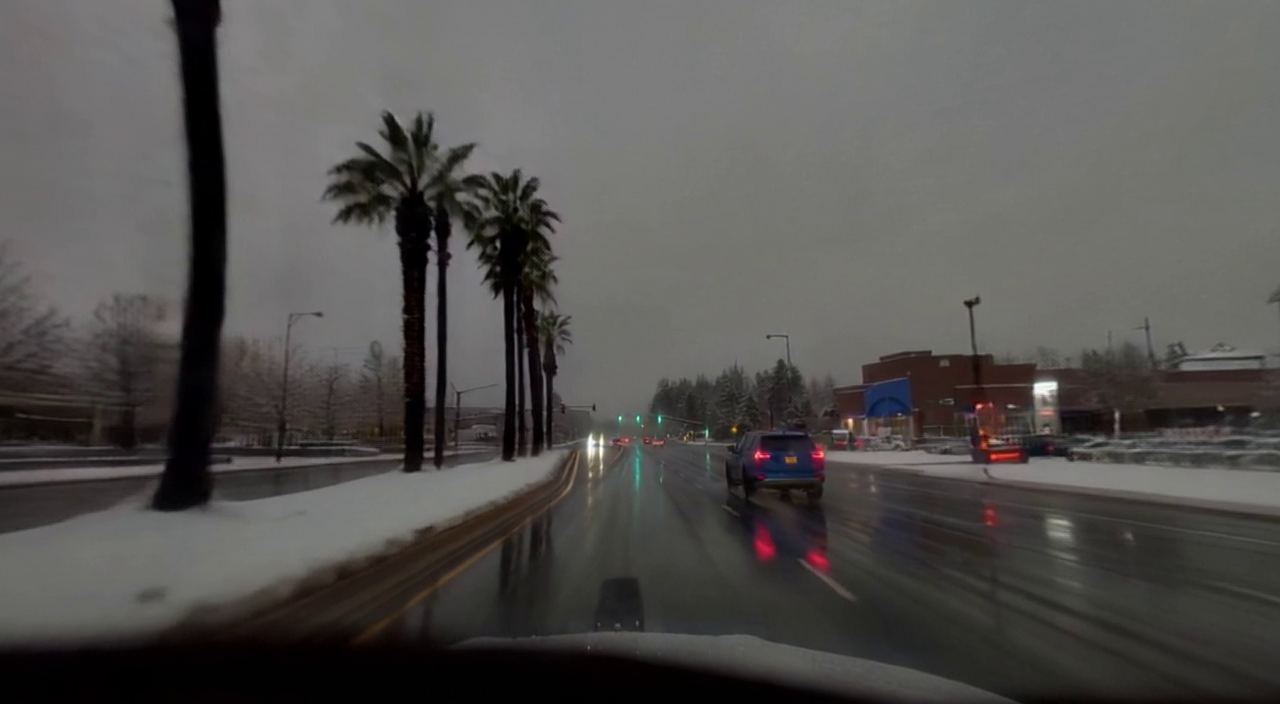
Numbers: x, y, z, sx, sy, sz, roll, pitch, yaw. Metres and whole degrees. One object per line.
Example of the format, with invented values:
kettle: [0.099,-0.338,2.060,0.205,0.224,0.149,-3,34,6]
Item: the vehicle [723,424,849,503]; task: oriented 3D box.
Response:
vehicle: [3.464,2.743,15.896,2.072,1.696,4.177,0,-8,-1]
